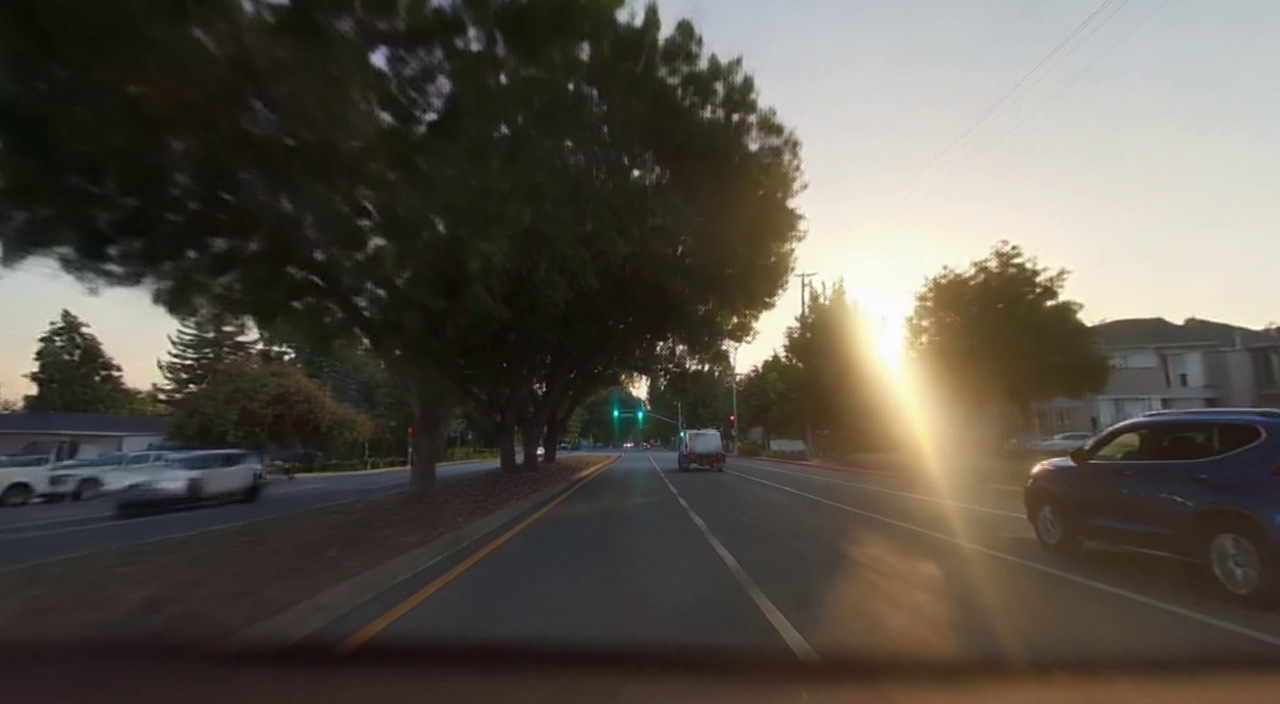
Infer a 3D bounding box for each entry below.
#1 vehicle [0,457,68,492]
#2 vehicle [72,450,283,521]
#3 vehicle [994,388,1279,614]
[{"bbox_3d":[-27.977,5.326,27.629,4.052,1.403,1.948,-1,-8,2],"label":"vehicle"},{"bbox_3d":[-11.409,3.268,16.136,1.888,1.480,4.644,0,-8,0],"label":"vehicle"},{"bbox_3d":[6.019,1.394,6.481,2.012,1.754,4.635,0,-8,-1],"label":"vehicle"}]
